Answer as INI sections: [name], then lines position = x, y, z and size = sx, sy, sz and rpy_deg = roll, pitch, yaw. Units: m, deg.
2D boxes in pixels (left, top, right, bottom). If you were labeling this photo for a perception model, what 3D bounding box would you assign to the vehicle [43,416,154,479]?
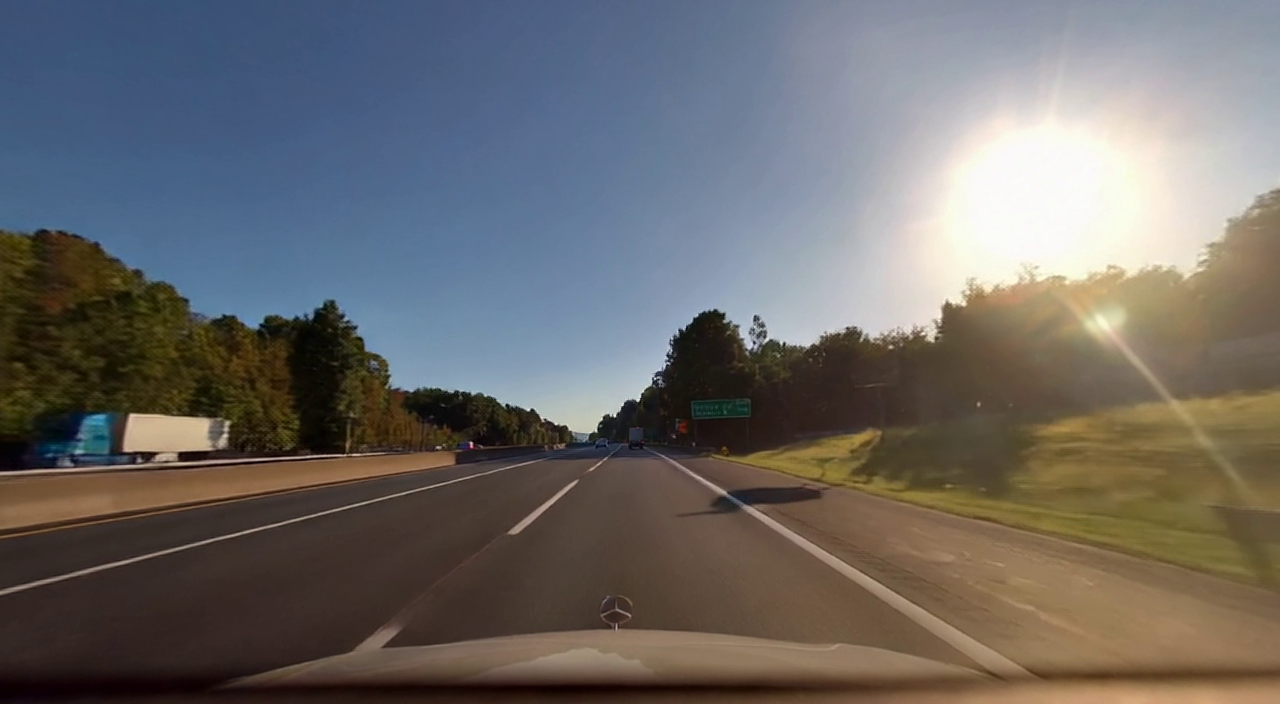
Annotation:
[vehicle]
position = -37.973, 6.671, 44.564
size = 2.907, 4.047, 5.959
rpy_deg = 1, -8, -8
